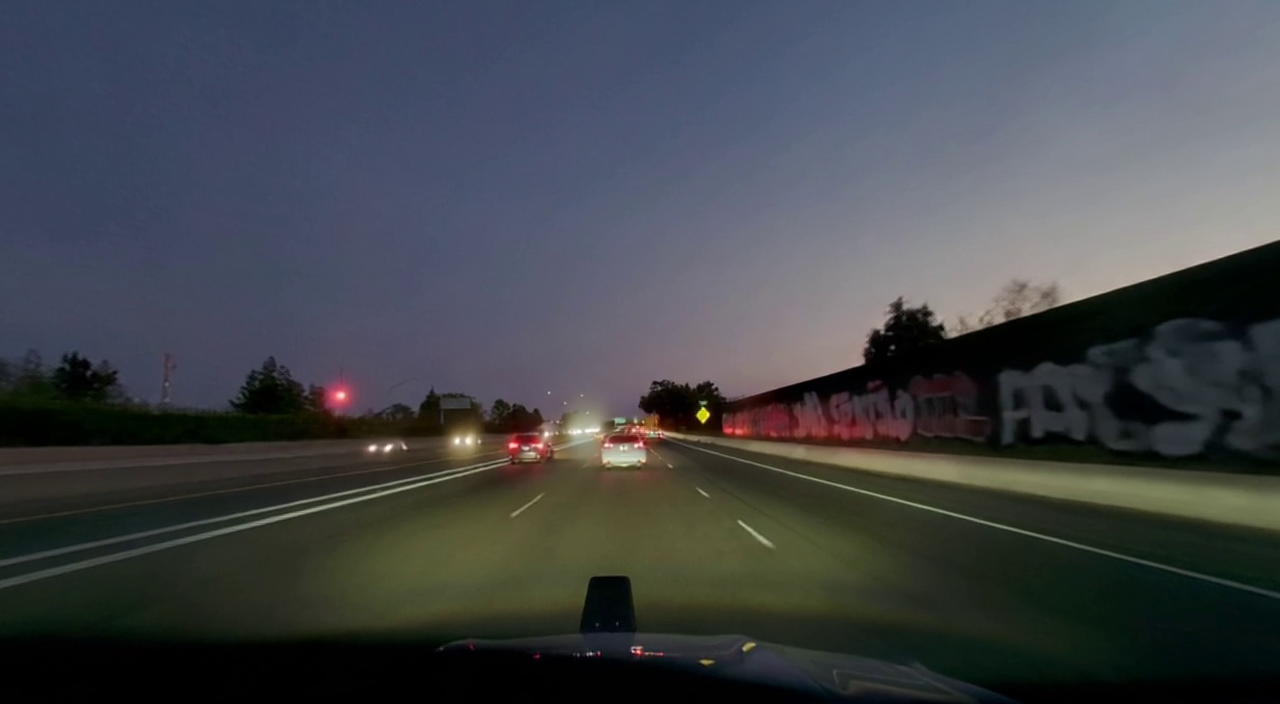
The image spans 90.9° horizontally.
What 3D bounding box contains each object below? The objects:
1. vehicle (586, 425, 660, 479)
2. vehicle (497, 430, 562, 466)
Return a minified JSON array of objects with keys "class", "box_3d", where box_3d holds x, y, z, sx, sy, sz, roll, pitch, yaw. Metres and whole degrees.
[{"class":"vehicle","box_3d":[-0.504,3.035,19.357,2.044,1.477,3.693,0,-8,-1]},{"class":"vehicle","box_3d":[-4.677,4.122,27.285,2.022,1.440,4.491,0,-8,0]}]
